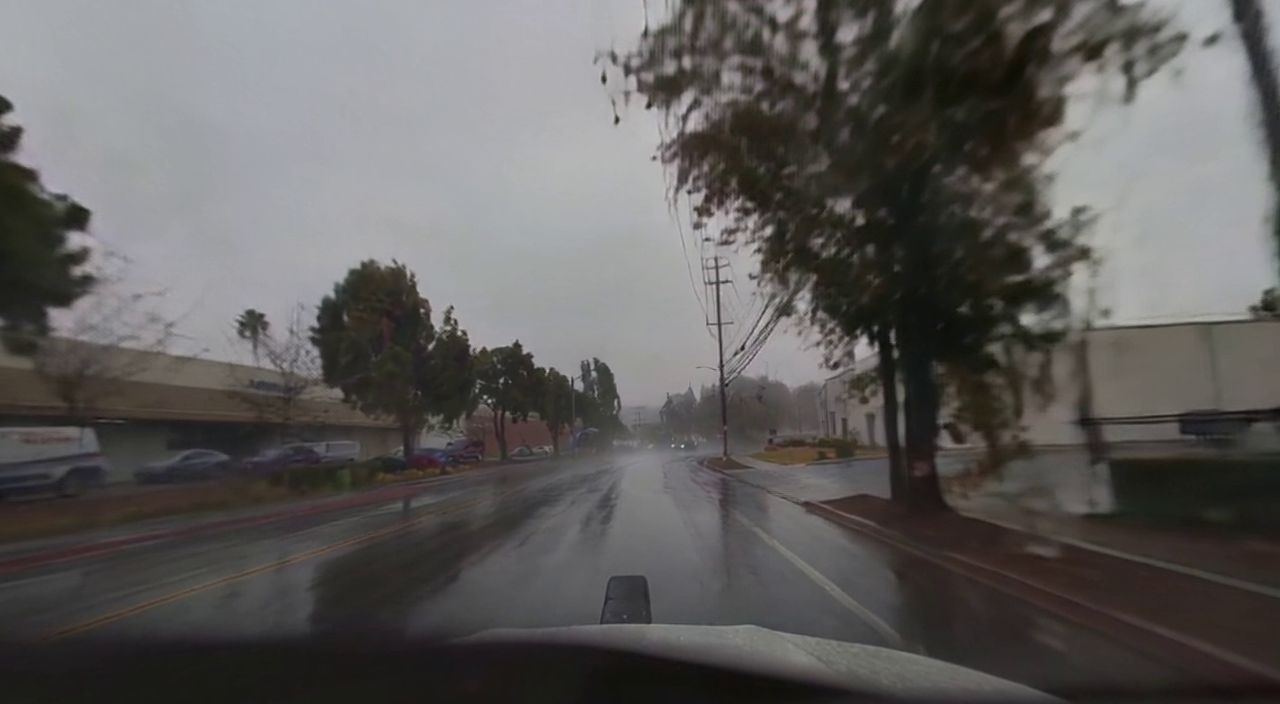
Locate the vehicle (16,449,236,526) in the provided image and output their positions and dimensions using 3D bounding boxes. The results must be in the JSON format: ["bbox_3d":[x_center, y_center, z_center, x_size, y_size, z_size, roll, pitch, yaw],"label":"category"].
[{"bbox_3d":[-14.404,3.751,18.224,2.053,1.772,5.189,-3,-9,0],"label":"vehicle"}]

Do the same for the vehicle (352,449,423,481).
[{"bbox_3d":[-14.144,6.331,35.644,2.122,1.440,4.601,-4,-8,0],"label":"vehicle"}]

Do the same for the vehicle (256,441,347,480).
[{"bbox_3d":[-19.366,6.196,36.427,2.099,2.038,5.624,0,-9,0],"label":"vehicle"}]

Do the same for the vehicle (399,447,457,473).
[{"bbox_3d":[-13.766,6.997,41.194,2.070,1.577,4.652,0,-8,1],"label":"vehicle"}]
